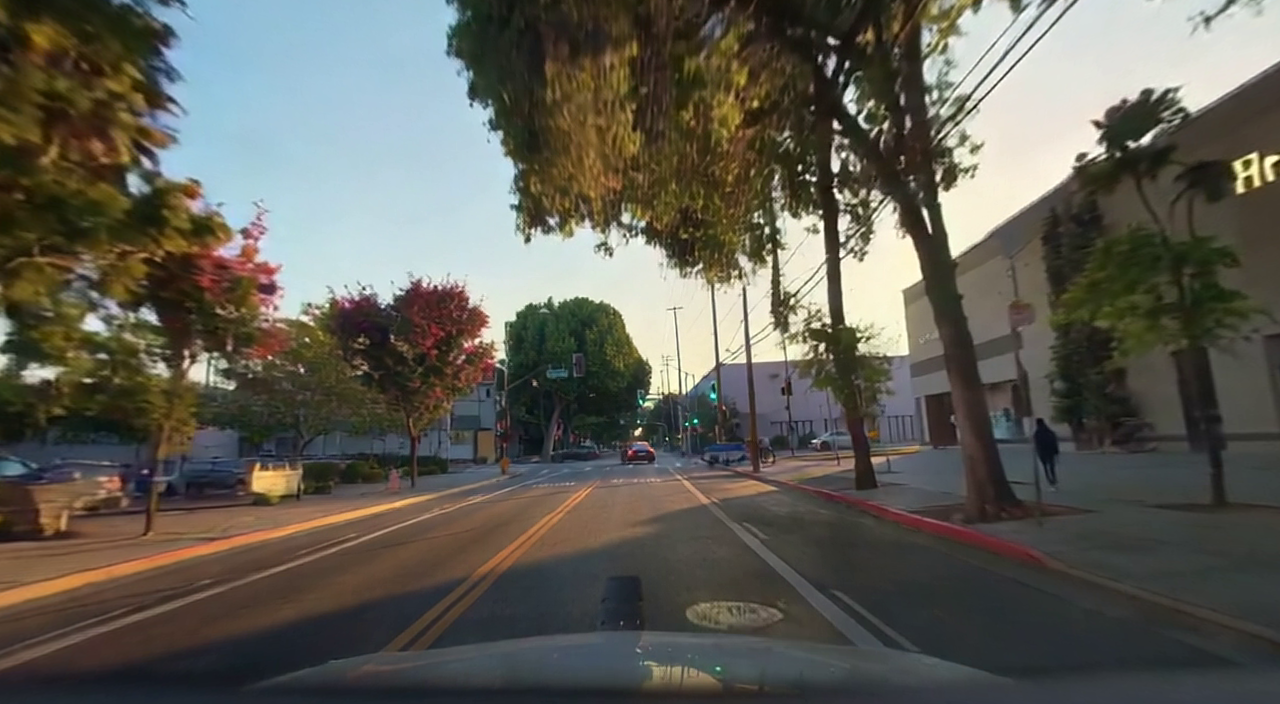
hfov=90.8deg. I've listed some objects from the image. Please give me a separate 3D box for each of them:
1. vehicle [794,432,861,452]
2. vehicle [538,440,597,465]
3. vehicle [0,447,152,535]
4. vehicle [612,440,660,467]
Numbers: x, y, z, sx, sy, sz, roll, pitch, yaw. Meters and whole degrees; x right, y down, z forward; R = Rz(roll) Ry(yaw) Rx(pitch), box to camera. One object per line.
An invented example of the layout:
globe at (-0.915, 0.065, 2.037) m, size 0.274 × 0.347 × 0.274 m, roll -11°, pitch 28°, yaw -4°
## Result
vehicle at (14.552, 6.983, 49.213) m, size 4.632 × 1.484 × 1.907 m, roll 0°, pitch -8°, yaw 0°
vehicle at (-5.564, 7.645, 48.259) m, size 4.472 × 1.736 × 1.874 m, roll -6°, pitch -10°, yaw 38°
vehicle at (-13.198, 2.837, 13.216) m, size 4.294 × 1.634 × 1.972 m, roll 0°, pitch -8°, yaw 1°
vehicle at (-0.323, 6.011, 37.592) m, size 2.118 × 1.478 × 4.624 m, roll 2°, pitch -8°, yaw -10°
